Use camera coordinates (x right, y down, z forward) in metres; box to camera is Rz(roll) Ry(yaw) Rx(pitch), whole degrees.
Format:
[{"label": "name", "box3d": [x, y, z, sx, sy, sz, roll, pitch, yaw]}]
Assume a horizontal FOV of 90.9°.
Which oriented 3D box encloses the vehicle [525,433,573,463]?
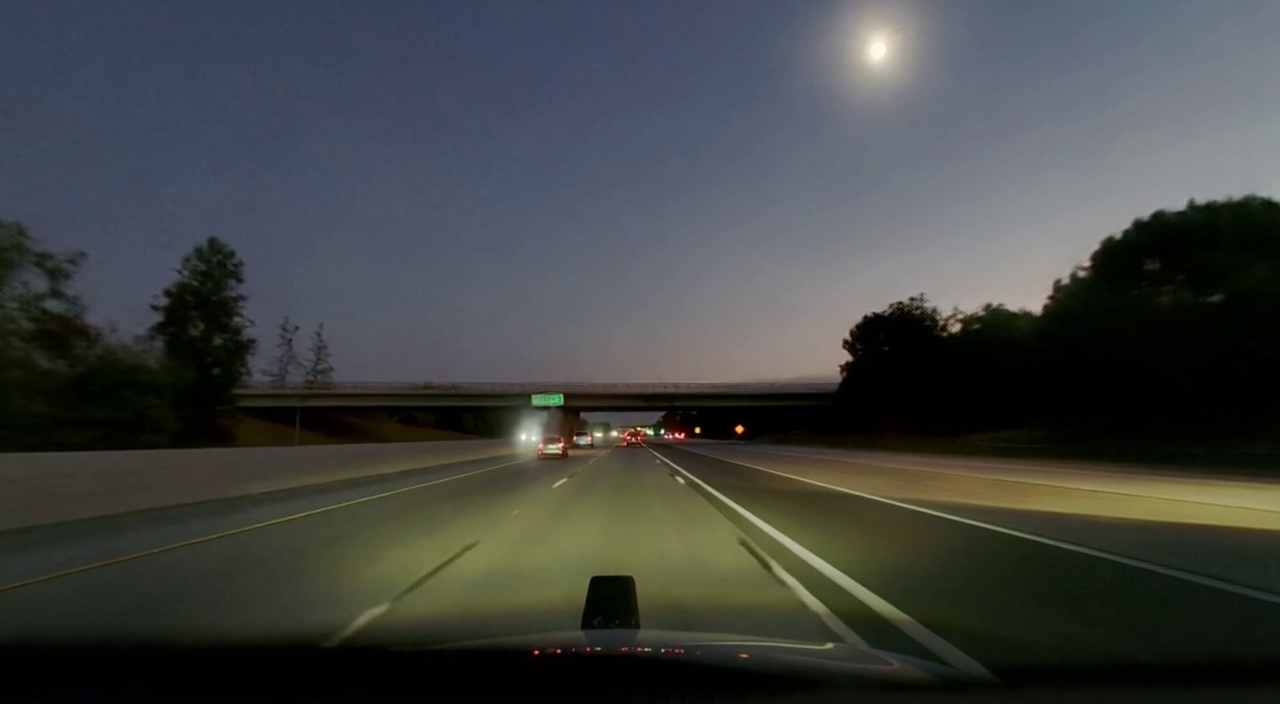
[{"label": "vehicle", "box3d": [-4.717, 5.018, 33.125, 1.933, 1.473, 4.023, 0, -8, 0]}]
